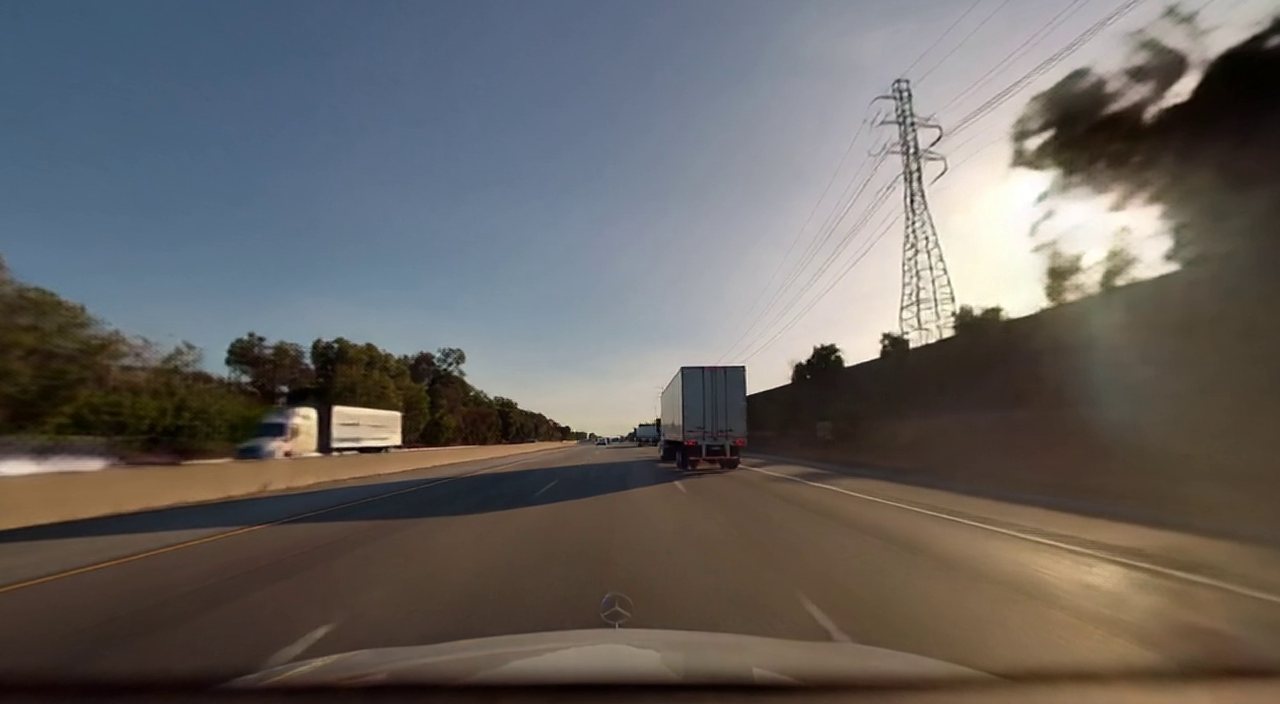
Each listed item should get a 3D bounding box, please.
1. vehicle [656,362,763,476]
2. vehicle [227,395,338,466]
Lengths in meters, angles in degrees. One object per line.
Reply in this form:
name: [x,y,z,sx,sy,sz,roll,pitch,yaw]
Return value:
vehicle: [2.680,3.344,29.780,2.905,4.080,14.157,0,-8,-2]
vehicle: [-20.727,4.664,37.058,2.819,3.648,6.453,-3,-8,-1]
